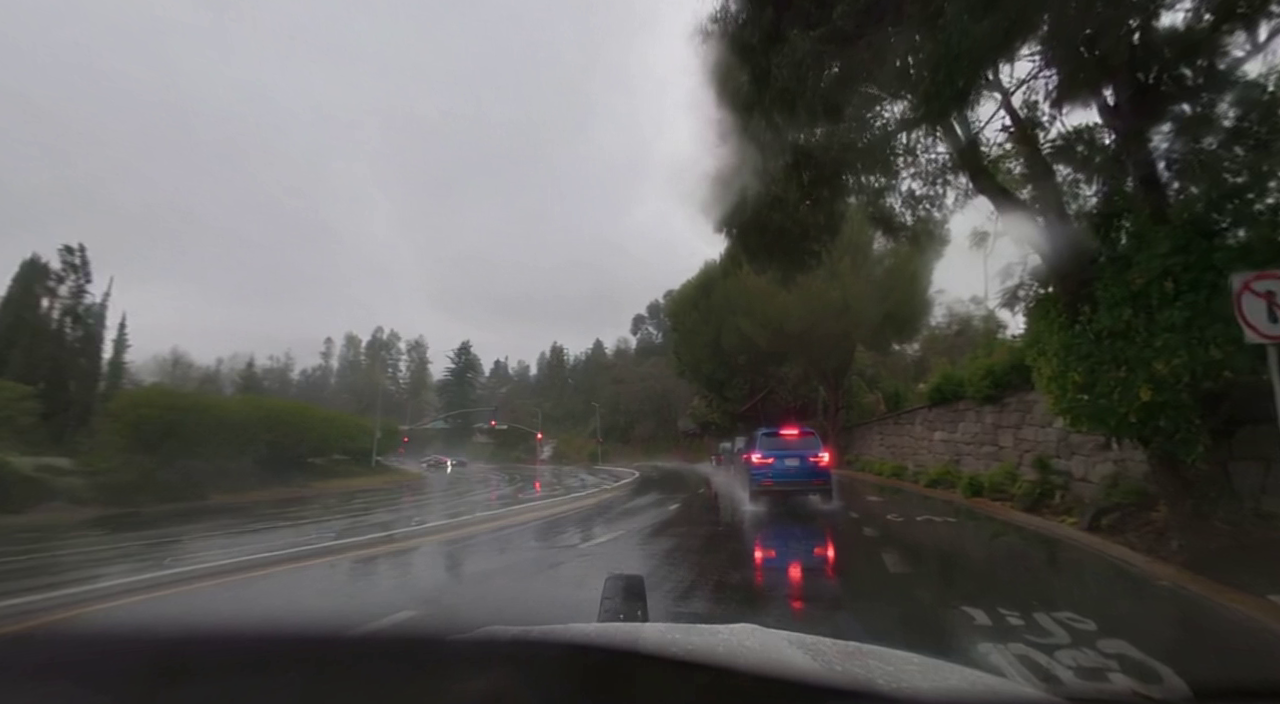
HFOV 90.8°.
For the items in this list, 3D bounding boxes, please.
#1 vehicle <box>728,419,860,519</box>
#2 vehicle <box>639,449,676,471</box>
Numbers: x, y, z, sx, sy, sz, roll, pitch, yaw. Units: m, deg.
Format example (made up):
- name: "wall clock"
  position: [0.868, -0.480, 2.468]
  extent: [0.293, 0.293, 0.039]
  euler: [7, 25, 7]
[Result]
- name: "vehicle"
  position: [3.127, 2.411, 13.546]
  extent: [2.287, 1.762, 4.269]
  euler: [-1, -8, 10]
- name: "vehicle"
  position: [1.189, 7.597, 44.679]
  extent: [2.023, 1.474, 4.286]
  euler: [1, -8, -7]
